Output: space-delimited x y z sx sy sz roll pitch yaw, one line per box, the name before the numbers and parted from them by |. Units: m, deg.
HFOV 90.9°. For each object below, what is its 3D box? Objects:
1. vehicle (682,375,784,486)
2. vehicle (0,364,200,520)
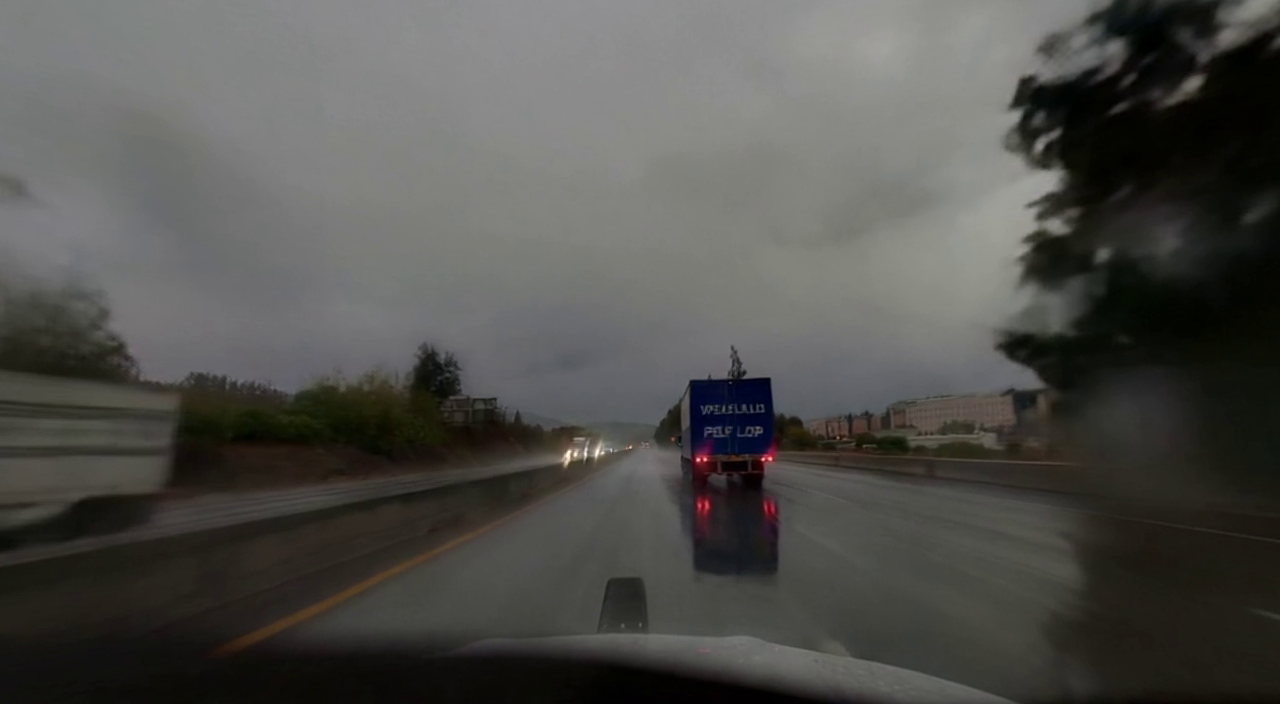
vehicle | 4.011 3.978 30.734 3.341 4.269 12.252 0 -9 1
vehicle | -16.172 2.018 14.136 2.940 3.545 13.036 0 -9 1
